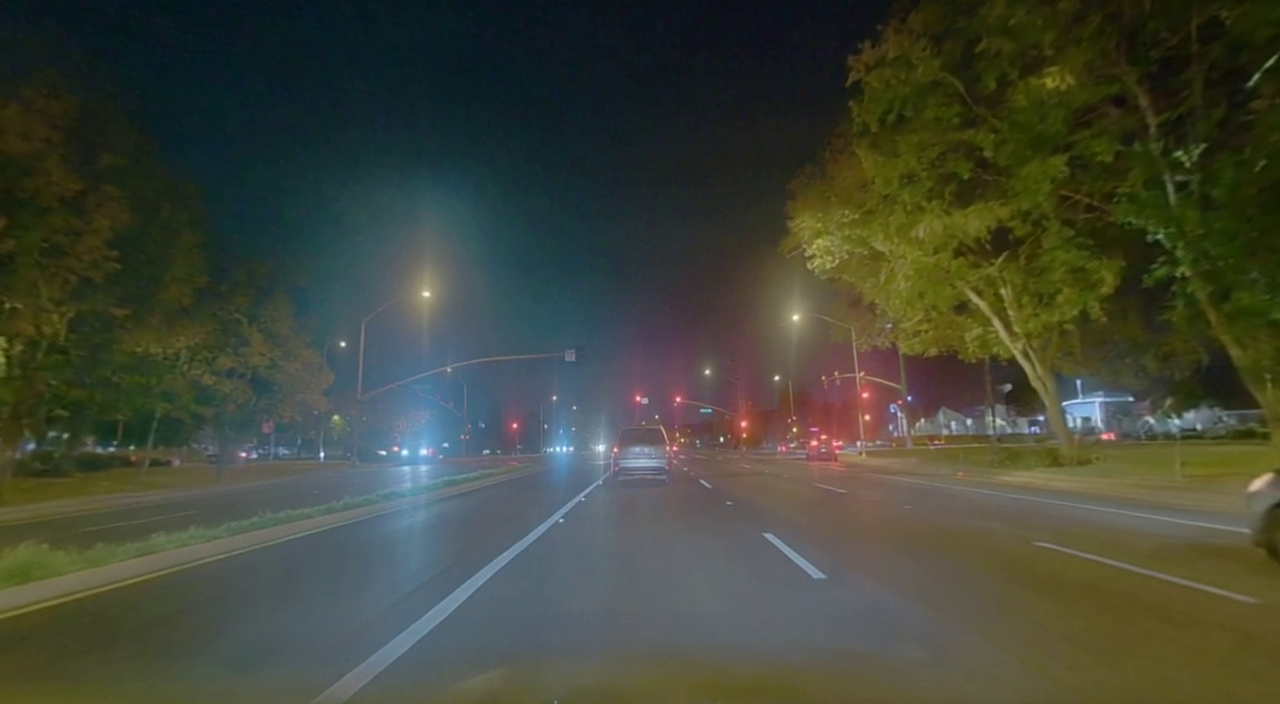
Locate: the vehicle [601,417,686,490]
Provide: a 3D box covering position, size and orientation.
[{"bbox_3d":[0.106,3.052,19.201,2.267,1.926,4.708,0,-9,0],"label":"vehicle"}]

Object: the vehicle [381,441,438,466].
[{"bbox_3d":[-15.830,6.933,43.299,2.209,1.627,4.582,7,-11,-39],"label":"vehicle"}]
